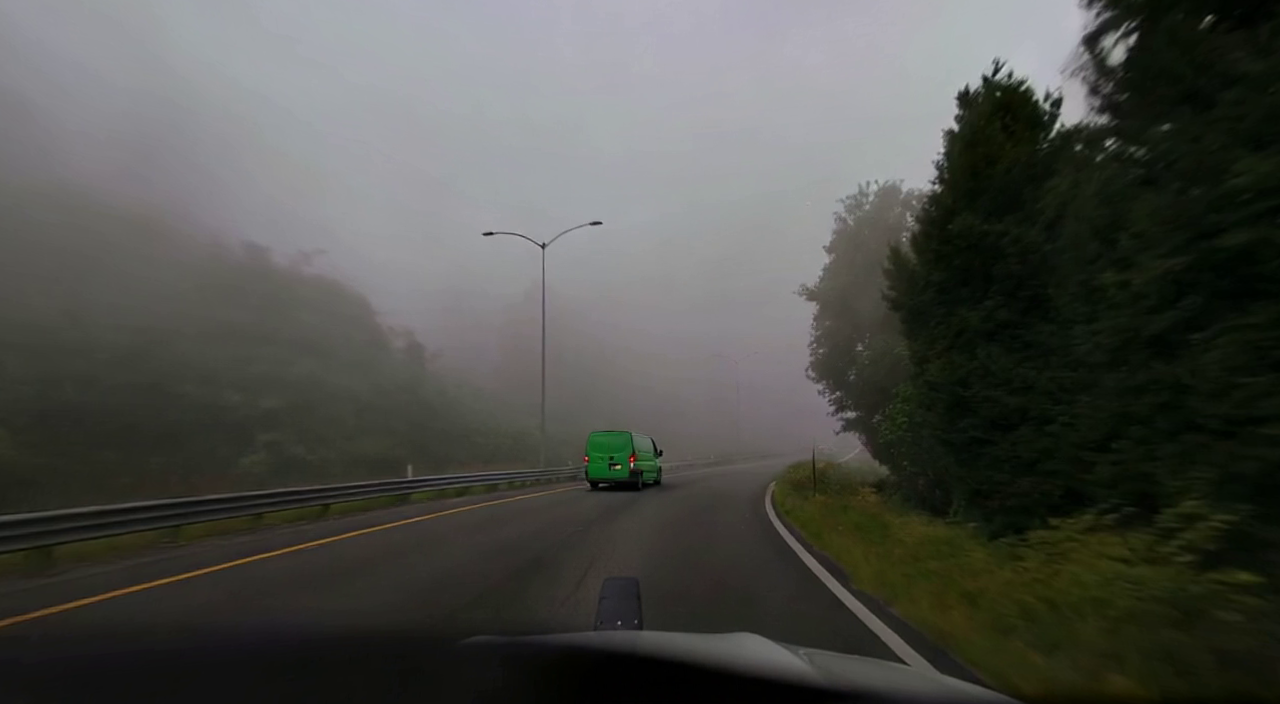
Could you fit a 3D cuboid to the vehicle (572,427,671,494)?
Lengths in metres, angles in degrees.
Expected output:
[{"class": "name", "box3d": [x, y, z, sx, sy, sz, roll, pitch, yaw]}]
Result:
[{"class": "vehicle", "box3d": [-0.489, 3.710, 21.770, 2.270, 2.023, 4.632, -3, -9, 14]}]
